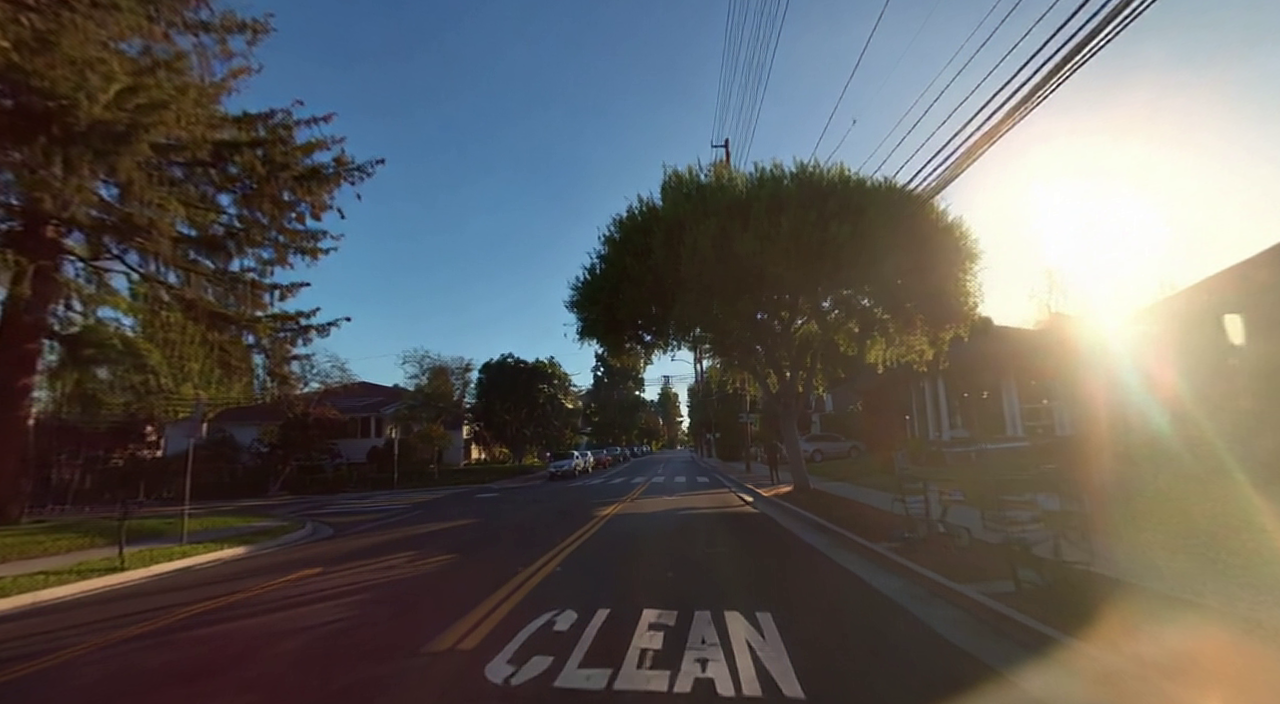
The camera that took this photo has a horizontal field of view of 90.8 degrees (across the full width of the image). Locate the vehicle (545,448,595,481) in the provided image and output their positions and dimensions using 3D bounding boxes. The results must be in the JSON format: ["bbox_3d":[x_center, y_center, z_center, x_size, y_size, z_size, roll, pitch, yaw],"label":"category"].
[{"bbox_3d":[-4.062,6.645,37.538,2.203,1.787,4.704,-1,-8,3],"label":"vehicle"}]
